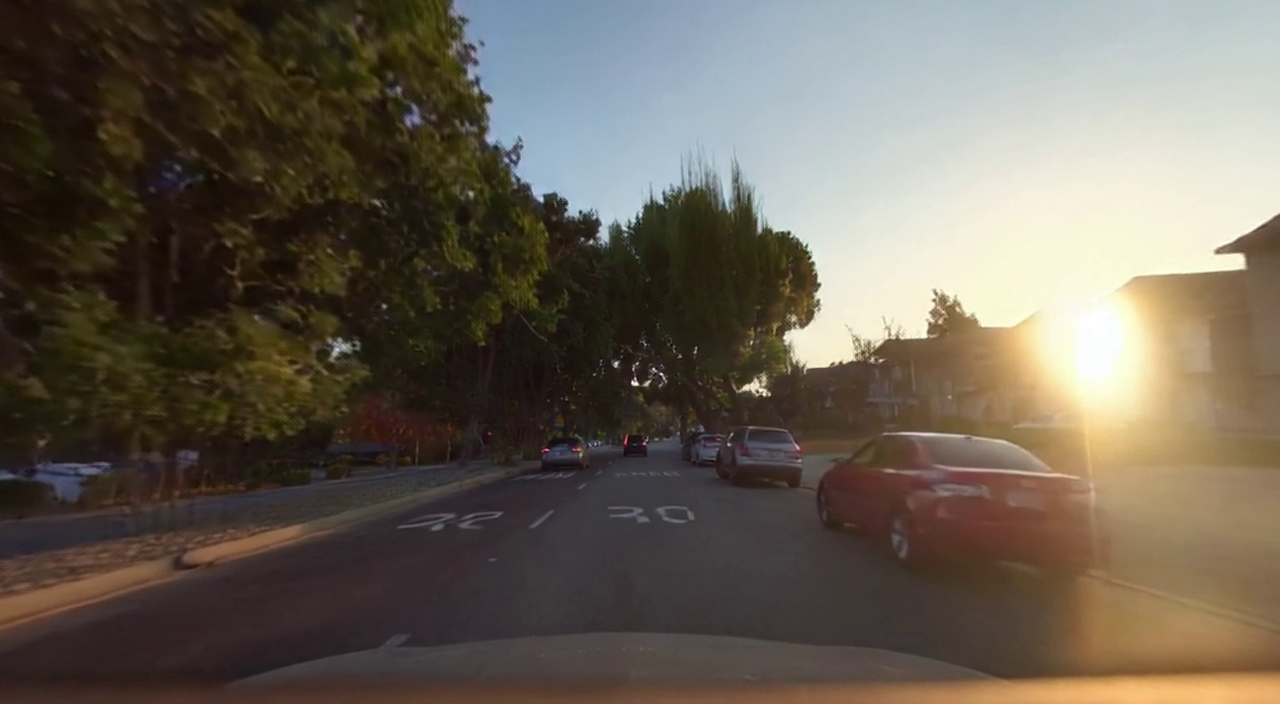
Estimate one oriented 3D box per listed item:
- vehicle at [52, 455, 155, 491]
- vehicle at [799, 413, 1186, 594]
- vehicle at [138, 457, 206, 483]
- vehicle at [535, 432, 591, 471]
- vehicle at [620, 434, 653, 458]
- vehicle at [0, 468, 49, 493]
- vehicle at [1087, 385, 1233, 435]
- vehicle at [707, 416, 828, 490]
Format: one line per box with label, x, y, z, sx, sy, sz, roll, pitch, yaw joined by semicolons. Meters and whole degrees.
vehicle;-41.311;9.284;48.902;2.306;2.086;6.132;-3;-6;5
vehicle;3.674;1.630;7.920;2.019;1.495;4.755;-2;-8;-1
vehicle;-36.508;9.193;49.418;1.890;1.711;4.456;-2;-8;1
vehicle;-3.663;4.793;30.787;2.129;1.668;4.722;-2;-8;0
vehicle;-0.235;6.491;43.807;2.142;1.548;4.273;-2;-8;0
vehicle;-48.962;10.008;49.141;1.860;1.676;4.164;-1;-8;3
vehicle;19.301;2.258;23.762;1.938;1.668;4.286;-2;-8;3
vehicle;3.609;2.981;19.077;2.273;1.860;5.077;-1;-8;-3
